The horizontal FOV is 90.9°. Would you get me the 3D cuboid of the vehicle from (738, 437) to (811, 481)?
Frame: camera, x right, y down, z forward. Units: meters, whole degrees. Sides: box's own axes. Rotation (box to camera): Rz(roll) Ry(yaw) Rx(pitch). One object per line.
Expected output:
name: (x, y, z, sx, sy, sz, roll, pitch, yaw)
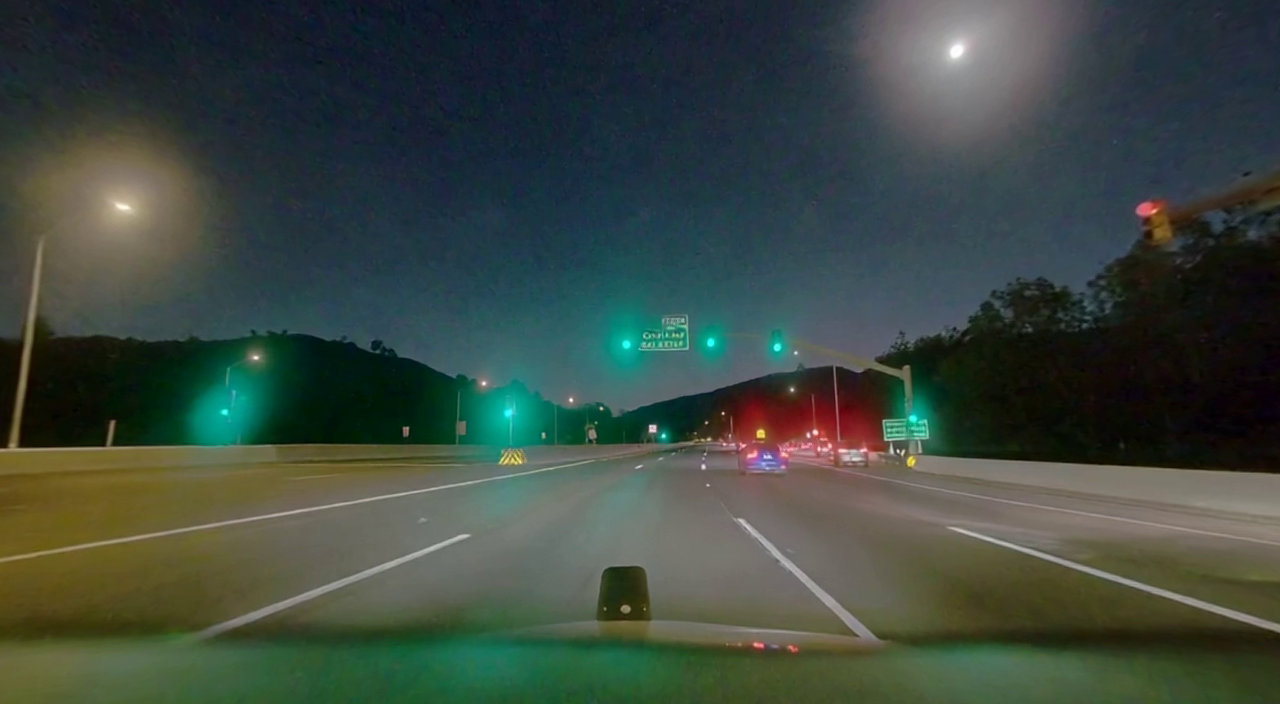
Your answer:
vehicle: (4.932, 3.995, 23.783, 1.916, 1.469, 4.481, 0, -8, 2)
